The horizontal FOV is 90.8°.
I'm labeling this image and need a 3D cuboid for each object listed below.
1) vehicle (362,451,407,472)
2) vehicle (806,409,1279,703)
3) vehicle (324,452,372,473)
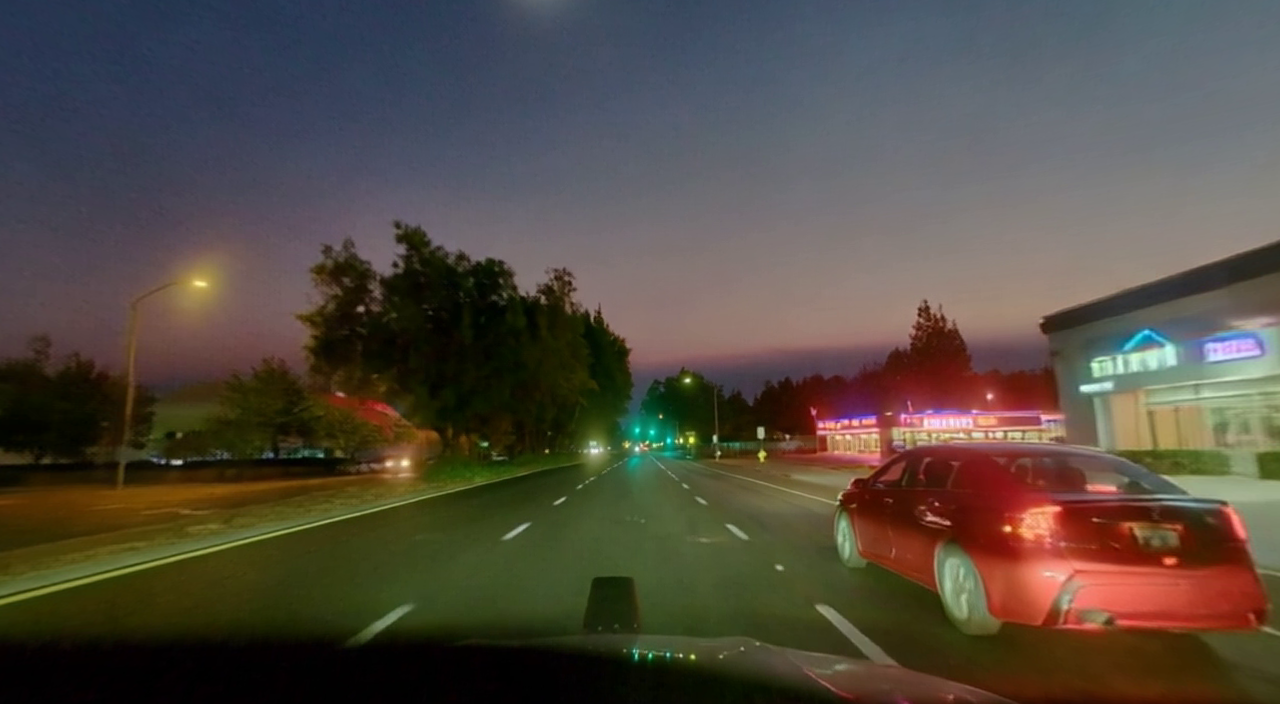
[{"bbox_3d":[-19.385,8.292,48.042,1.761,1.488,3.822,-1,-8,0],"label":"vehicle"},{"bbox_3d":[3.075,1.360,5.417,2.004,1.470,4.544,0,-8,-1],"label":"vehicle"},{"bbox_3d":[-22.617,8.582,49.077,1.745,1.476,4.123,-1,-8,-1],"label":"vehicle"}]
